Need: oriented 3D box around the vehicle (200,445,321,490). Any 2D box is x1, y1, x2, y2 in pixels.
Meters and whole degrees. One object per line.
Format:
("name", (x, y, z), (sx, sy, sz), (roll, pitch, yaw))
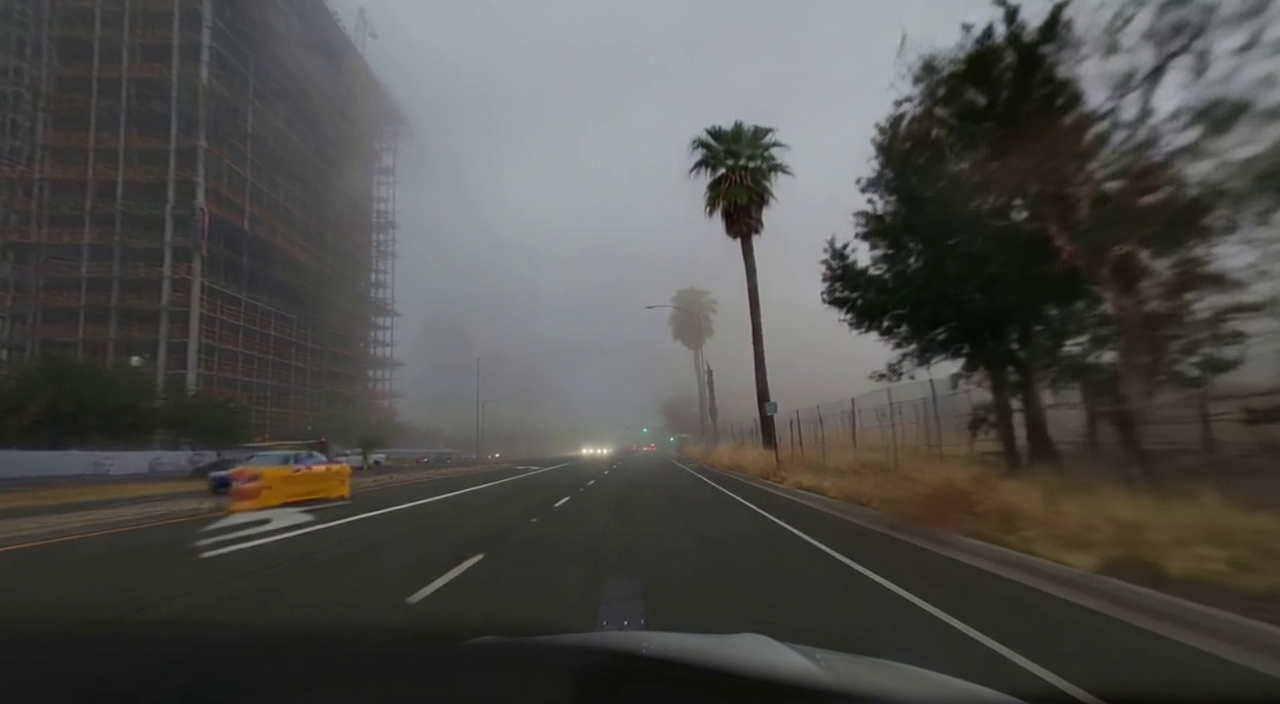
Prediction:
("vehicle", (-15.764, 4.794, 26.577), (2.117, 1.706, 4.847), (0, -9, -1))
